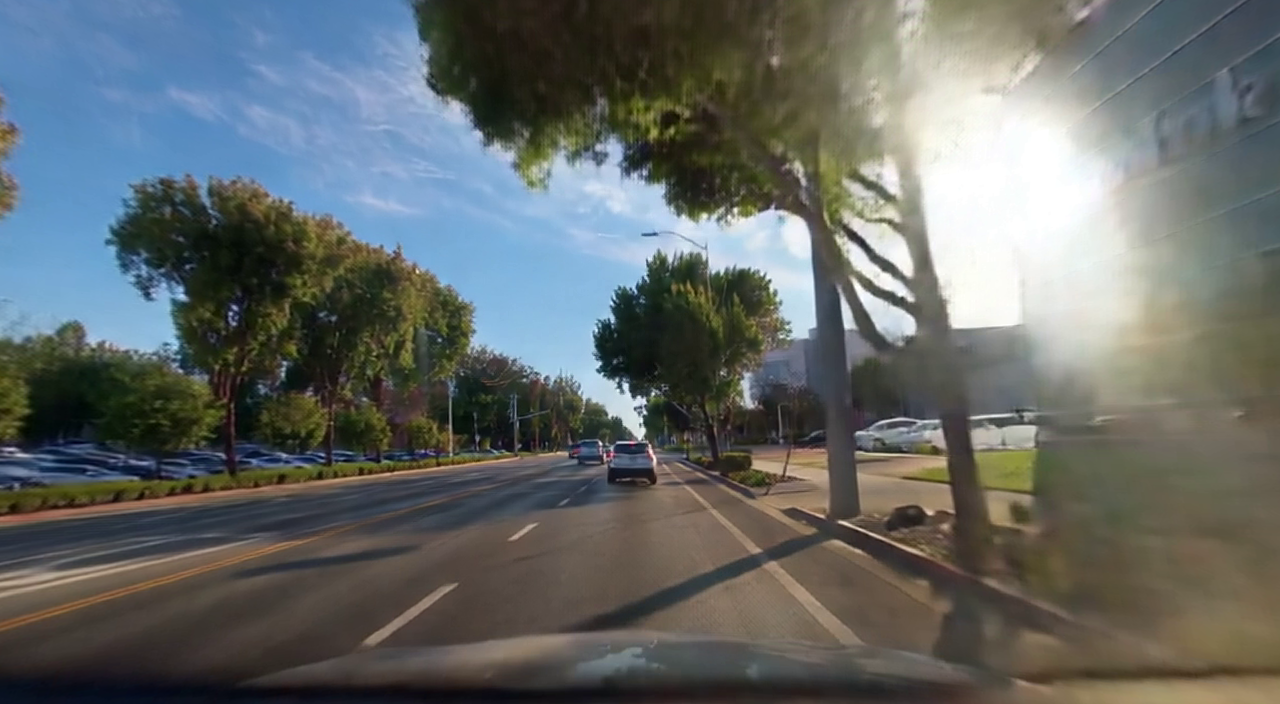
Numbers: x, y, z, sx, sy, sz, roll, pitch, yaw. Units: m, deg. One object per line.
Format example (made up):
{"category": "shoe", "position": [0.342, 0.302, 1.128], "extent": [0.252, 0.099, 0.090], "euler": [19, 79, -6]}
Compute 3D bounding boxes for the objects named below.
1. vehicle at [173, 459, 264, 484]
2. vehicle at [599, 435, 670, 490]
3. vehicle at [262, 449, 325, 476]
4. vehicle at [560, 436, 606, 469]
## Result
{"category": "vehicle", "position": [-26.339, 7.450, 39.442], "extent": [4.553, 1.479, 1.768], "euler": [-1, -9, 7]}
{"category": "vehicle", "position": [-0.149, 3.613, 21.026], "extent": [2.108, 1.612, 4.246], "euler": [0, -8, 0]}
{"category": "vehicle", "position": [-24.489, 7.804, 44.747], "extent": [1.791, 1.724, 4.432], "euler": [0, -8, 2]}
{"category": "vehicle", "position": [-3.303, 5.975, 37.727], "extent": [2.064, 1.859, 5.154], "euler": [0, -8, 2]}
